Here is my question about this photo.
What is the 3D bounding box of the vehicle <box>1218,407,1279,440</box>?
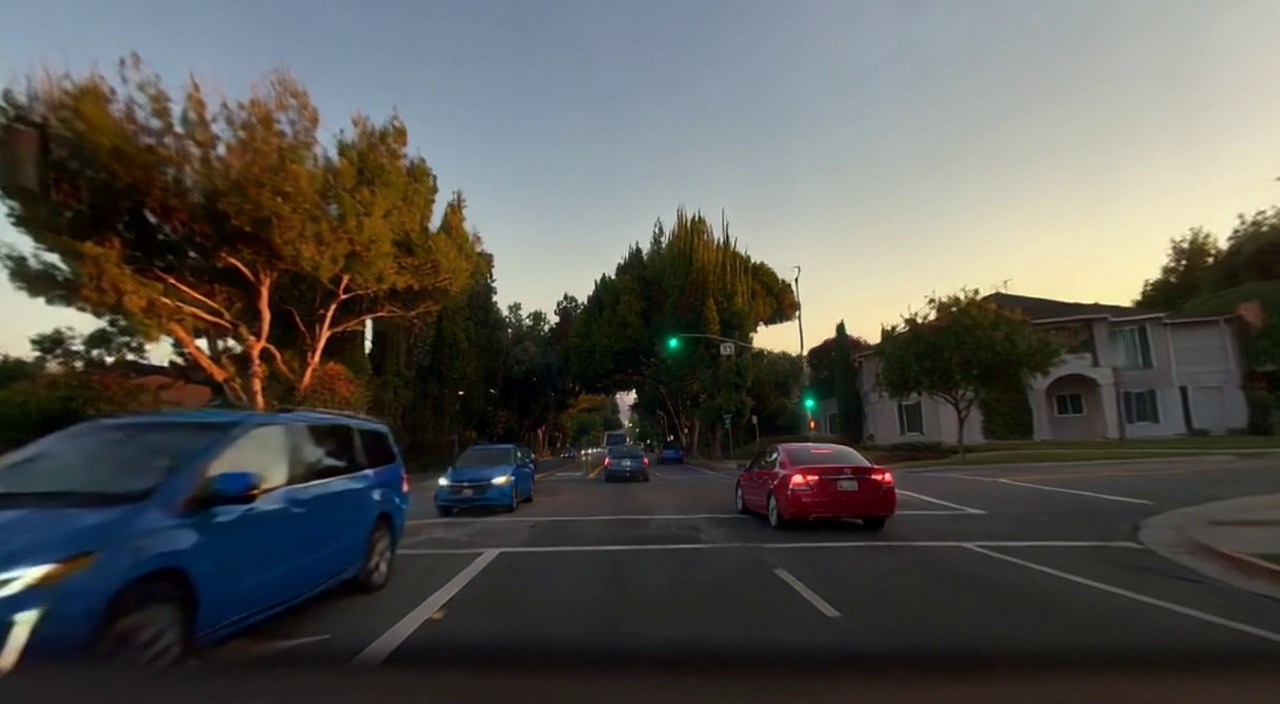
[{"bbox_3d":[33.521,3.874,33.680,1.891,1.644,3.671,0,-8,1],"label":"vehicle"}]

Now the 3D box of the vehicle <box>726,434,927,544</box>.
[{"bbox_3d":[2.811,2.169,10.753,1.973,1.447,4.402,0,-8,-2],"label":"vehicle"}]

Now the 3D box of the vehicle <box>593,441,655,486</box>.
[{"bbox_3d":[-0.613,4.091,23.515,2.114,1.483,4.207,0,-8,-2],"label":"vehicle"}]

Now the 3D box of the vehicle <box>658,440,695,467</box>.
[{"bbox_3d":[2.657,7.562,47.287,2.187,1.847,4.553,0,-8,-3],"label":"vehicle"}]

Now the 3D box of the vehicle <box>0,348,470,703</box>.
[{"bbox_3d":[-3.152,1.248,5.243,2.083,1.741,5.530,0,-8,-1],"label":"vehicle"}]

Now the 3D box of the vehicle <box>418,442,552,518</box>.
[{"bbox_3d":[-3.368,2.854,14.769,2.096,1.472,4.618,0,-8,-2],"label":"vehicle"}]
